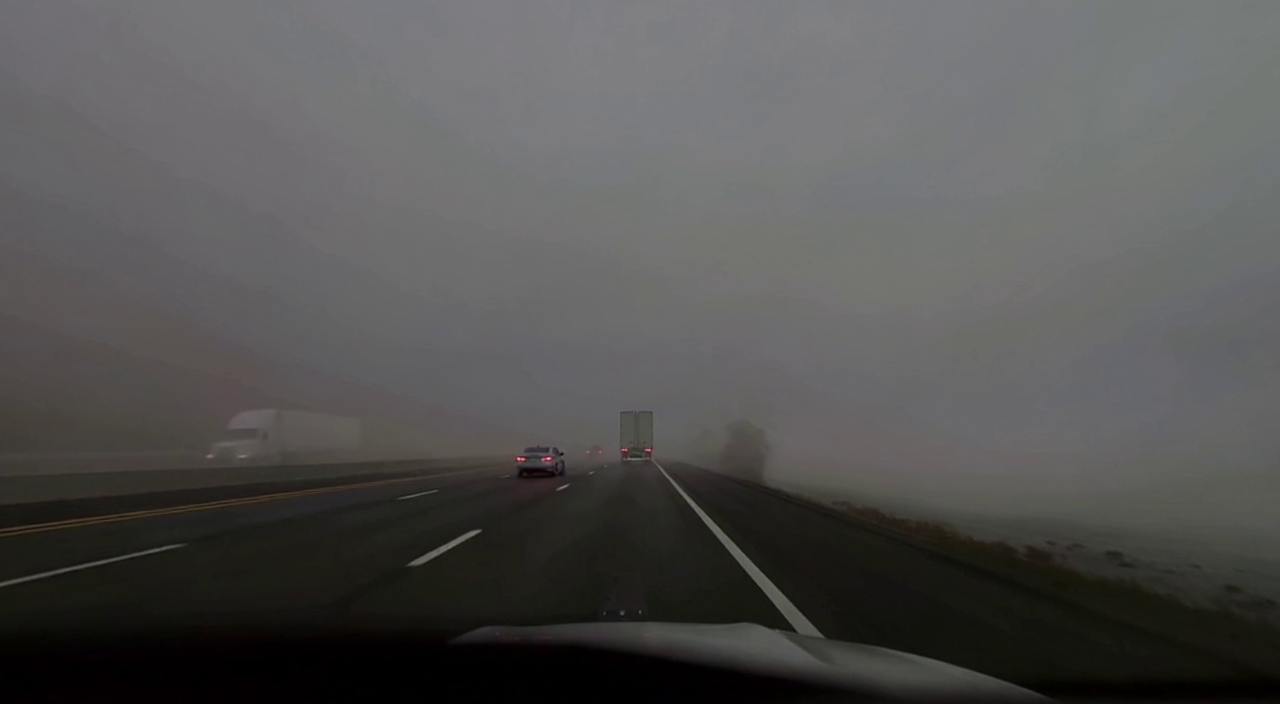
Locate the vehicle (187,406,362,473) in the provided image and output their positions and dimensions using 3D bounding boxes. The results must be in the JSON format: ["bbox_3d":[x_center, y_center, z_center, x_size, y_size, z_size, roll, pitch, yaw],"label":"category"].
[{"bbox_3d":[-25.444,6.485,45.869,3.069,3.973,16.049,0,-9,0],"label":"vehicle"}]

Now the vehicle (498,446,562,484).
[{"bbox_3d":[-4.663,4.850,27.361,2.024,1.515,3.907,0,-9,1],"label":"vehicle"}]
